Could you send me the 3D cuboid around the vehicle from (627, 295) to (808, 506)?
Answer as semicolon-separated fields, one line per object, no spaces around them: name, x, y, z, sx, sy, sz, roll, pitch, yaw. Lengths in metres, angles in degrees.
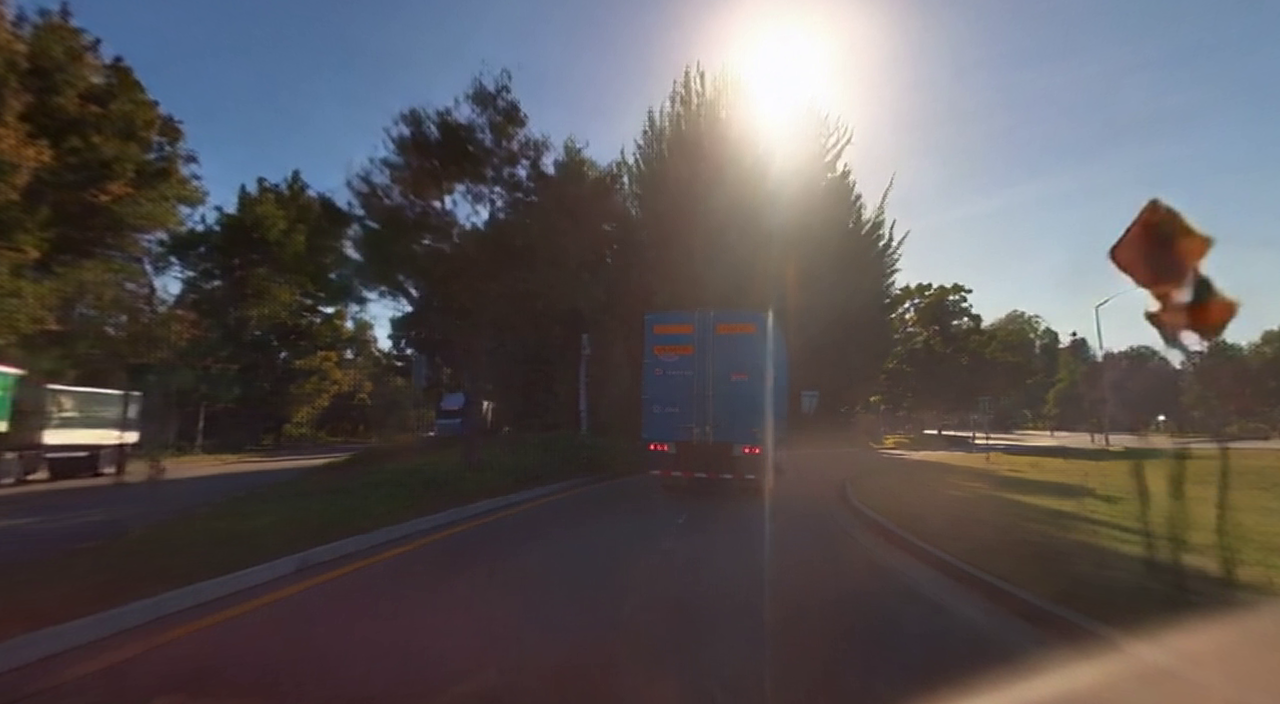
vehicle;2.481;1.453;15.714;2.937;3.647;9.344;-3;-8;16

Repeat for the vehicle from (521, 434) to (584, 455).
vehicle;-6.500;6.844;46.723;4.350;1.410;1.726;2;-8;-21

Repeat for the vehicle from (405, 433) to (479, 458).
vehicle;-13.666;6.430;43.535;4.578;1.573;1.806;3;-9;-28

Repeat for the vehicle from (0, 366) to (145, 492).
vehicle;-20.360;2.488;19.832;2.783;3.629;10.707;1;-8;-12
